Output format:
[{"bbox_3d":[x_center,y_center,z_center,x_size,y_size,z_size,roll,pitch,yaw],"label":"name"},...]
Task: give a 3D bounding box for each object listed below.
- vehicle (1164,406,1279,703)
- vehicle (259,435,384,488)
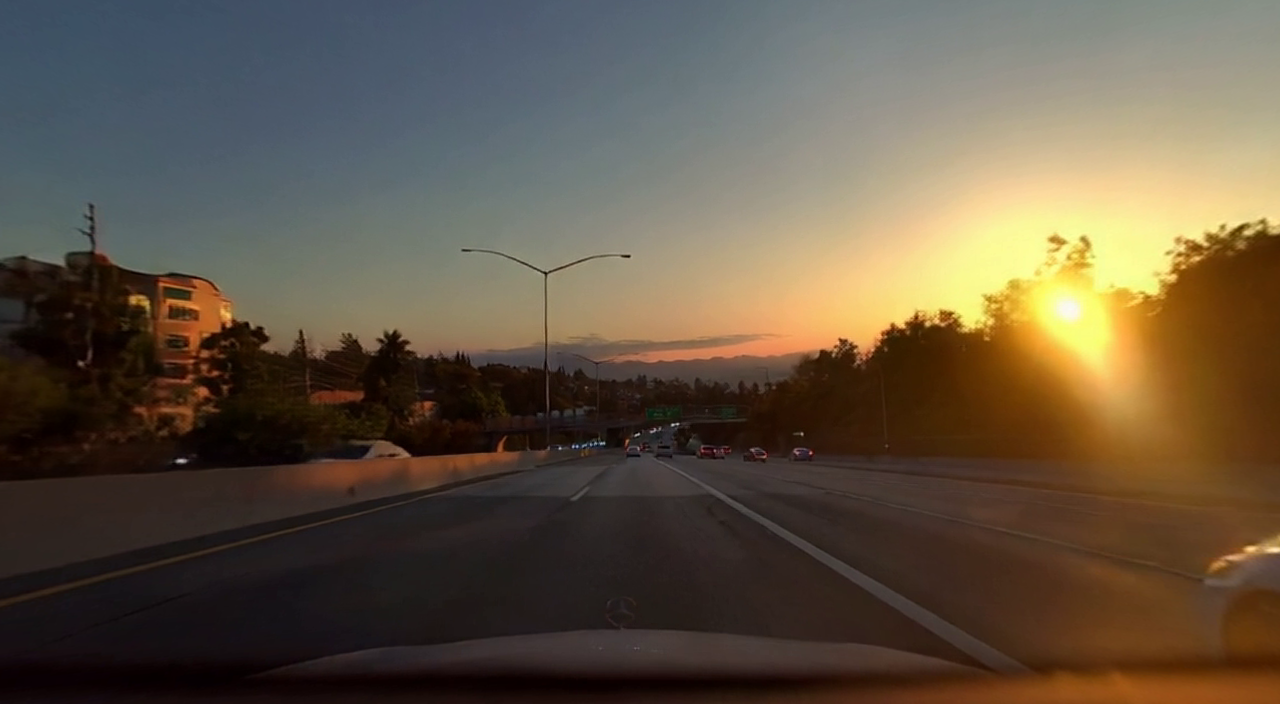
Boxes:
[{"bbox_3d":[3.880,0.707,0.954,2.018,1.477,4.800,0,-8,-1],"label":"vehicle"},{"bbox_3d":[-10.157,3.506,20.566,1.943,1.511,4.119,0,-8,0],"label":"vehicle"}]
